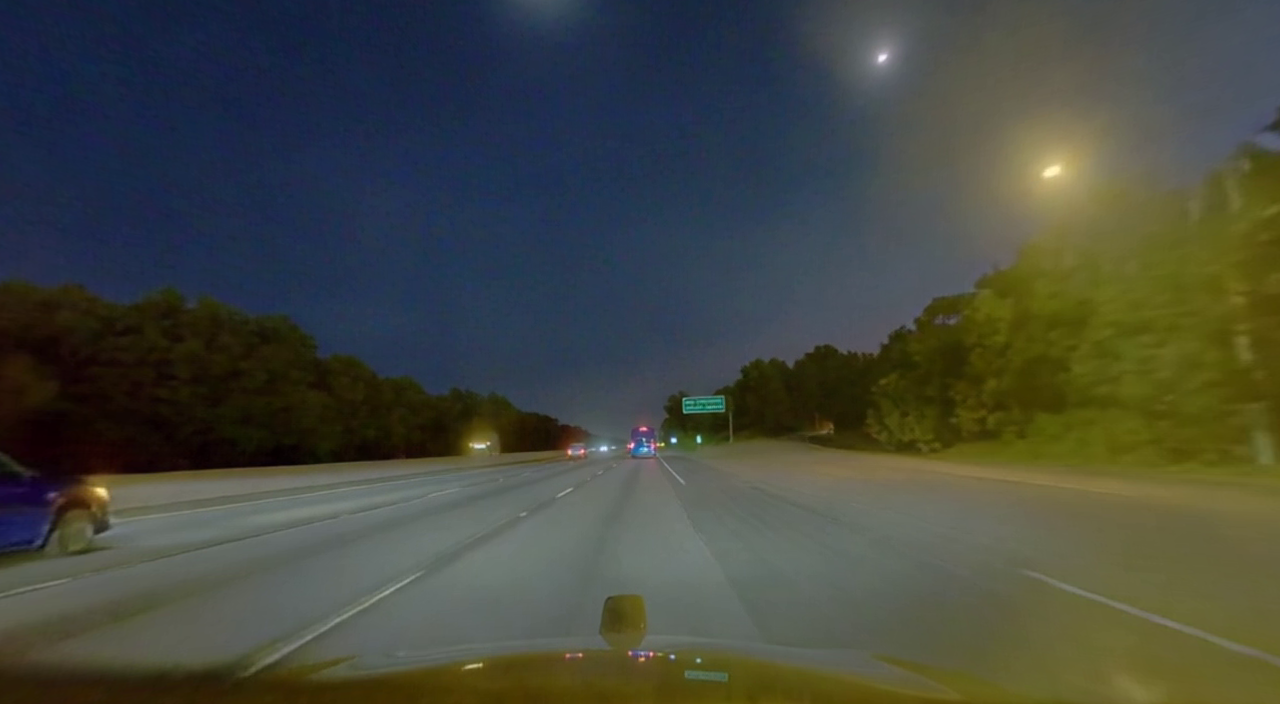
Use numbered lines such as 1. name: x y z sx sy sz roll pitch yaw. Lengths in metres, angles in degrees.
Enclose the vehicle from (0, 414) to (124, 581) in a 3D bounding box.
1. vehicle: -7.547 1.350 5.503 2.080 1.674 4.660 0 -8 1
